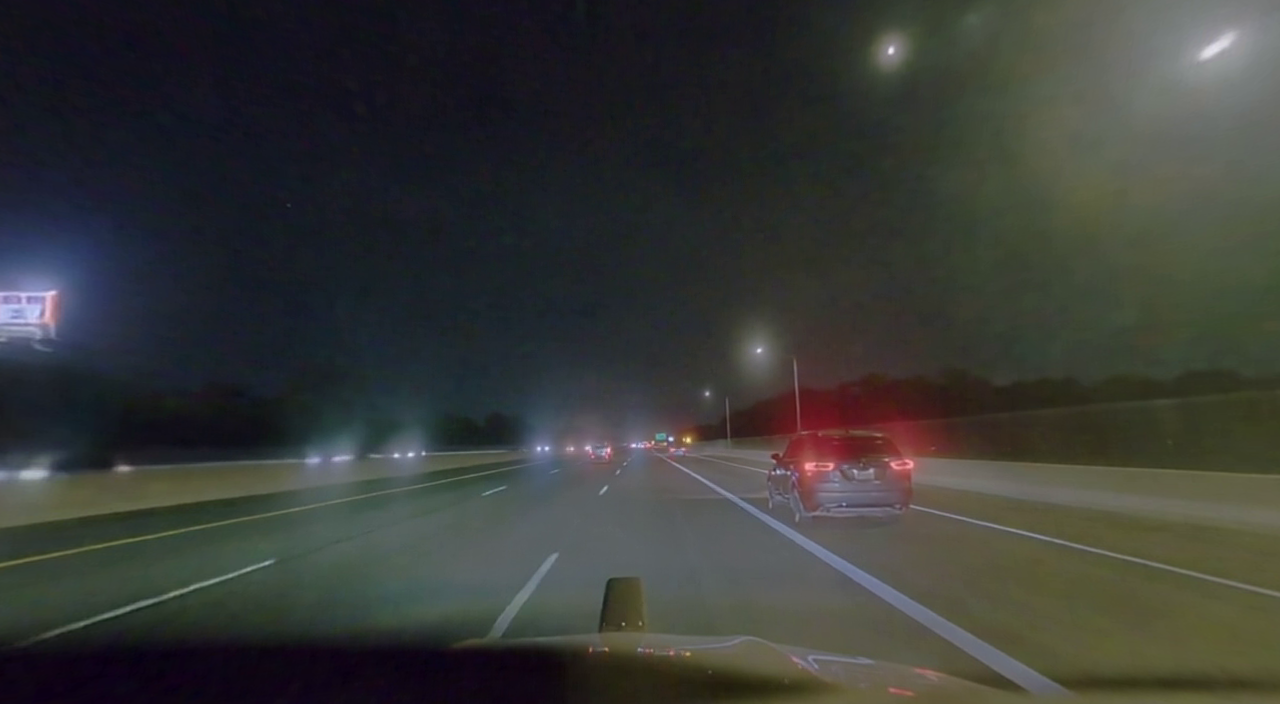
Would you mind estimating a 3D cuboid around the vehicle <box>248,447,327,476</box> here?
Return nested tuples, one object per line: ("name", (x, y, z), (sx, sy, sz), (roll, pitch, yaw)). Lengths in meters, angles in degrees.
("vehicle", (-20.161, 6.242, 36.279), (1.909, 1.494, 4.424), (0, -8, 1))

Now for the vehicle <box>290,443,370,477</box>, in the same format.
("vehicle", (-16.134, 5.614, 33.106), (1.957, 1.667, 4.360), (0, -8, 1))

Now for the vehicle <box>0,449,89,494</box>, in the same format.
("vehicle", (-24.096, 4.556, 24.172), (1.940, 1.580, 4.371), (0, -8, 0))
